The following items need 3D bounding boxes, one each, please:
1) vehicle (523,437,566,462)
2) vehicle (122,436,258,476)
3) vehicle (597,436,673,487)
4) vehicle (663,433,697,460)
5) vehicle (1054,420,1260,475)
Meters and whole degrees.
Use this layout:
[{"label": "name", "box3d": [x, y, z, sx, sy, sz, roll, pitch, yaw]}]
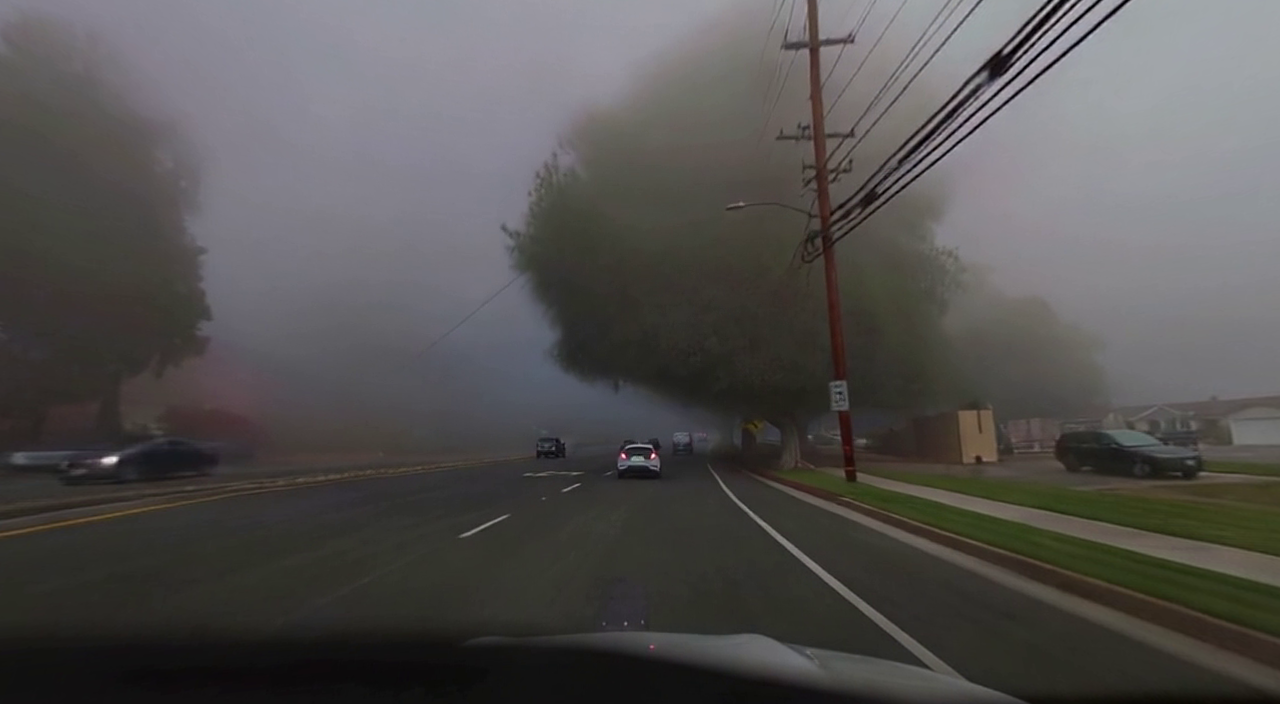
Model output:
[{"label": "vehicle", "box3d": [-5.984, 6.176, 39.909, 1.983, 1.485, 4.159, 0, -8, 2]}, {"label": "vehicle", "box3d": [-18.256, 4.235, 25.914, 1.893, 1.494, 4.752, -1, -8, 3]}, {"label": "vehicle", "box3d": [-0.050, 3.526, 20.606, 2.117, 1.474, 4.036, -1, -9, 4]}, {"label": "vehicle", "box3d": [3.049, 7.107, 47.488, 2.158, 1.939, 4.935, -1, -9, 8]}, {"label": "vehicle", "box3d": [16.885, 3.149, 20.879, 4.751, 1.661, 2.022, -2, -9, 11]}]
